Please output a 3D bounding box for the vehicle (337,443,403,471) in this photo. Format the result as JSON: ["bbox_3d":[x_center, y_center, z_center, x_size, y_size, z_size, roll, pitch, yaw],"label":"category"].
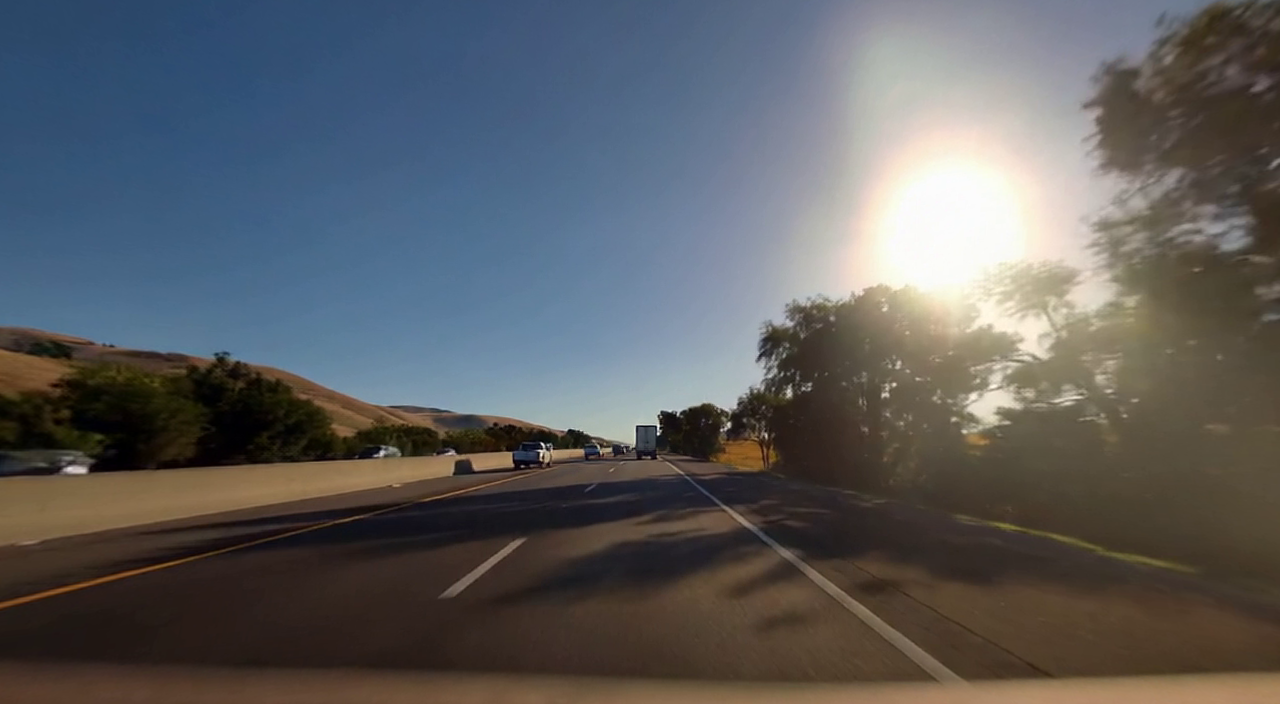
[{"bbox_3d":[-20.254,7.873,47.656,2.240,1.947,6.057,-1,-8,1],"label":"vehicle"}]

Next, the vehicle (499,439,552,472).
[{"bbox_3d":[-6.899,6.300,38.605,2.193,1.866,4.807,0,-8,2],"label":"vehicle"}]
